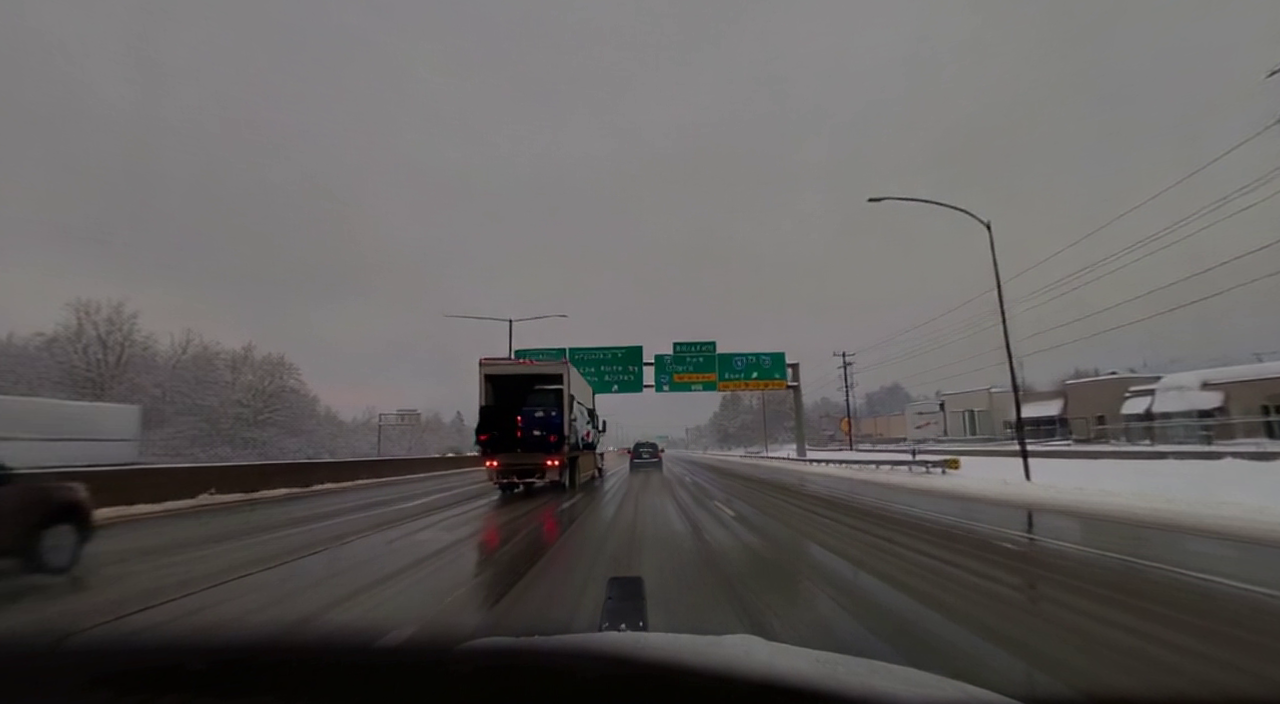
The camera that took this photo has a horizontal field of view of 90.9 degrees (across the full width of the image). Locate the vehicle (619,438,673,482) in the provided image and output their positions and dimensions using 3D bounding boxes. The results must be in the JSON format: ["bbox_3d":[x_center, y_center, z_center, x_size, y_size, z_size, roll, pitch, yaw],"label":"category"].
[{"bbox_3d":[0.258,4.899,29.010,2.279,1.837,4.747,0,-8,0],"label":"vehicle"}]

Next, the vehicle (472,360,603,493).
[{"bbox_3d":[-3.790,3.579,28.644,2.888,4.308,16.259,0,-8,1],"label":"vehicle"}]
